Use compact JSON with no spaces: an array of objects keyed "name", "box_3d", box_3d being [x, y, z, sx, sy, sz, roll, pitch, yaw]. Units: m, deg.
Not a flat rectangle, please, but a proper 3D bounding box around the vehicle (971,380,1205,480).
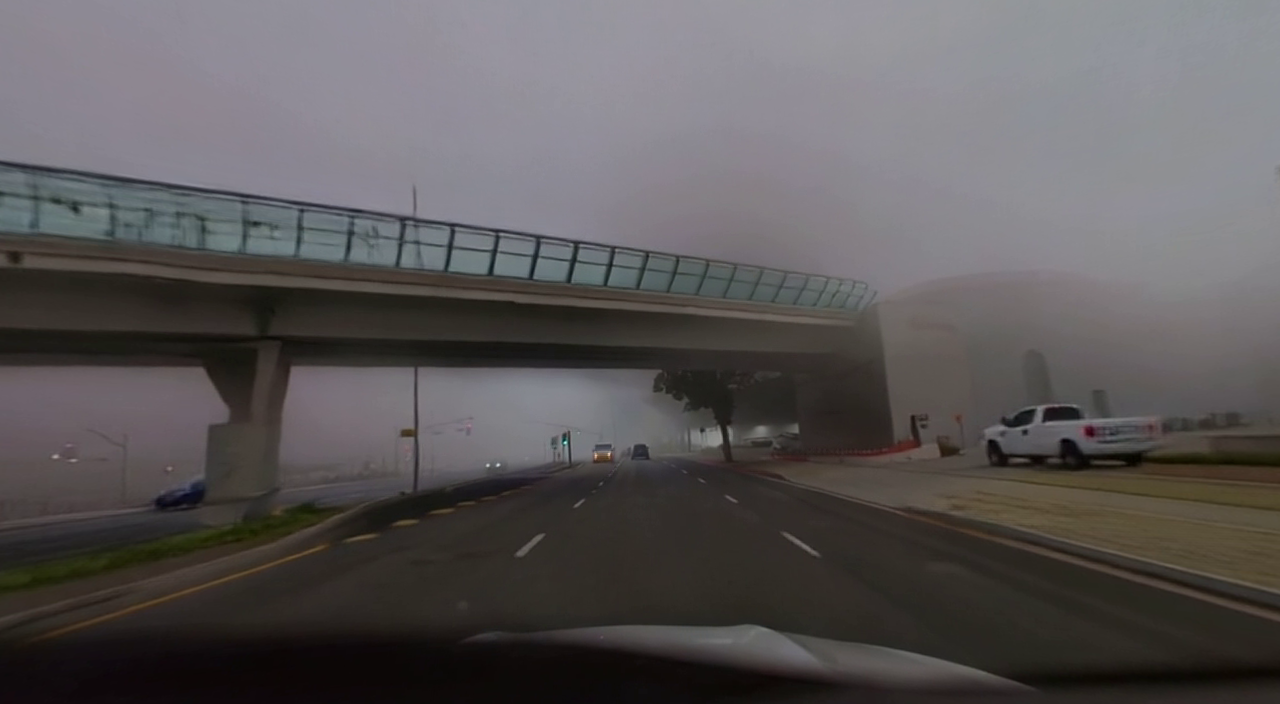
[{"name":"vehicle","box_3d":[10.650,1.982,15.542,2.244,1.866,4.603,-6,-9,0]}]
